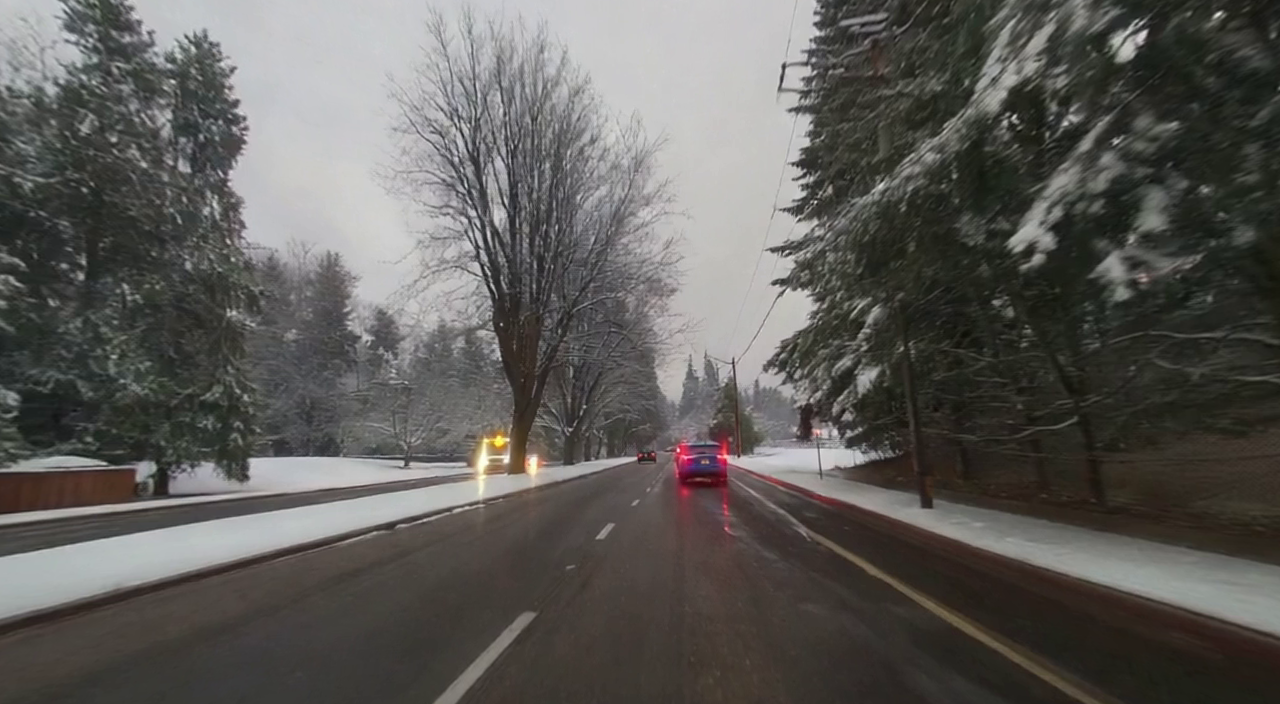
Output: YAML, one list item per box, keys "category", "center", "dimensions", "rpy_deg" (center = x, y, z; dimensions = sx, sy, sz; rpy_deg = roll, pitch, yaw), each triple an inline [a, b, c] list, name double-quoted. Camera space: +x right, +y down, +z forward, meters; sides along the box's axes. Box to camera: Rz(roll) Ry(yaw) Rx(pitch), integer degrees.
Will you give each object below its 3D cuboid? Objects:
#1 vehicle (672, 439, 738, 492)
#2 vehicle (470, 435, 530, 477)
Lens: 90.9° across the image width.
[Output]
- category: "vehicle"
  center: [2.144, 3.849, 21.821]
  dimensions: [2.052, 1.639, 4.123]
  rpy_deg: [-1, -8, 3]
- category: "vehicle"
  center: [-10.424, 7.816, 47.537]
  dimensions: [2.661, 2.737, 6.092]
  rpy_deg: [-5, -9, 4]
